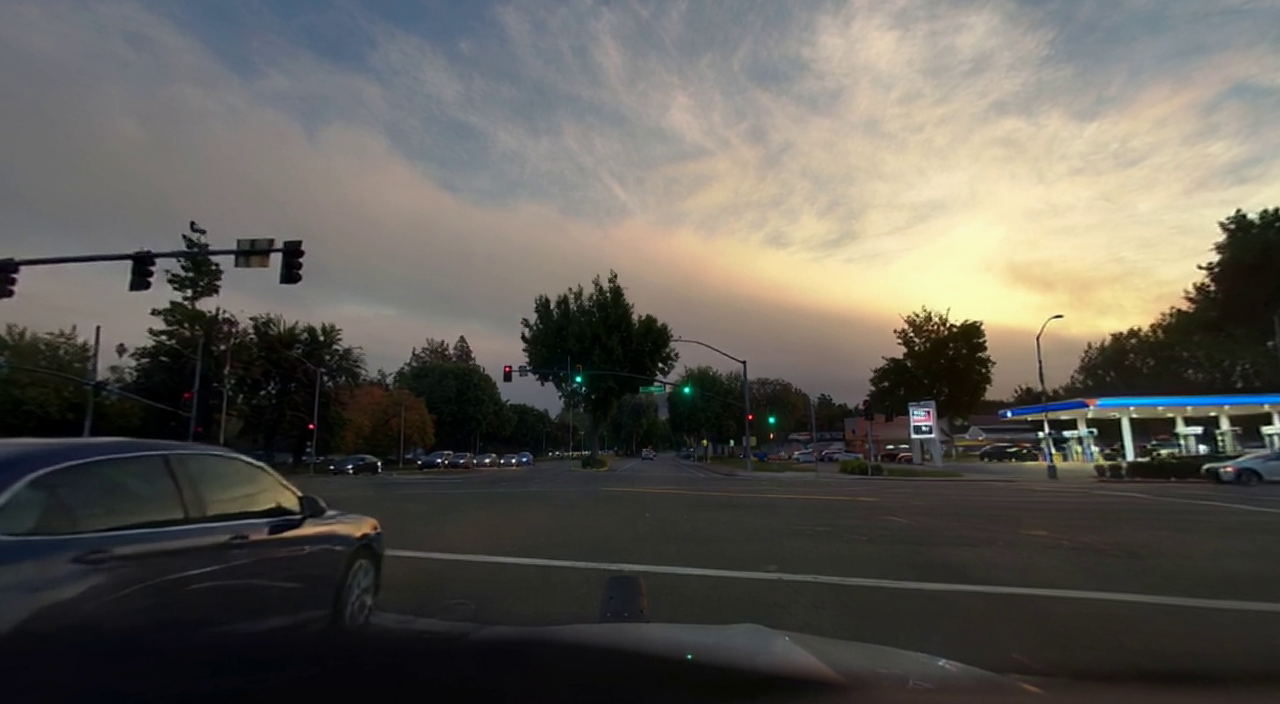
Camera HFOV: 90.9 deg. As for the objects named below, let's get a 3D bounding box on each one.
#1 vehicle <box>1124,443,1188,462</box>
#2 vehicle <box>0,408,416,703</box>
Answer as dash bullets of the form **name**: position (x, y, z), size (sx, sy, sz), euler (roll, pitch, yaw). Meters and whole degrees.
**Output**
- **vehicle**: position (40.480, 7.877, 49.497), size (3.518, 1.433, 1.763), euler (1, -9, -5)
- **vehicle**: position (-3.022, 1.108, 3.179), size (2.041, 1.483, 4.533), euler (0, -9, 1)
